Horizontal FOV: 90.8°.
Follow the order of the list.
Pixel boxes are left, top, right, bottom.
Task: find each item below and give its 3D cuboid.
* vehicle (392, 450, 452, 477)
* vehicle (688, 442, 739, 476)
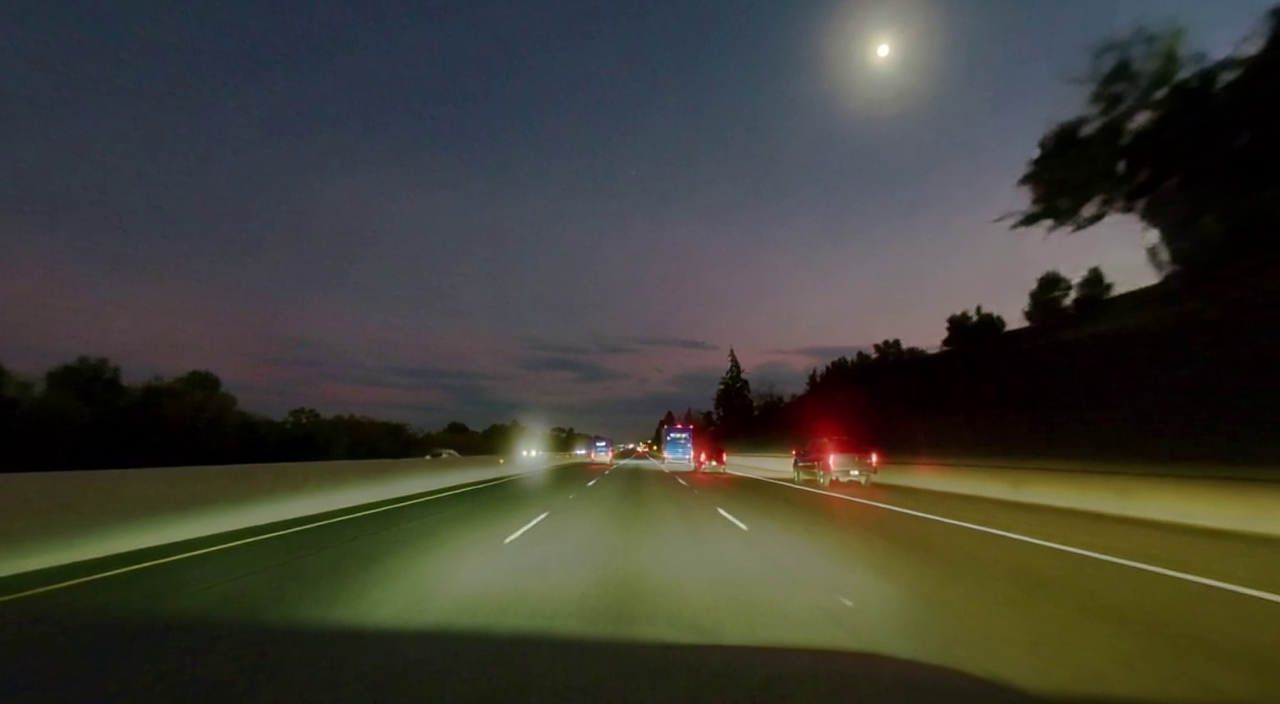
[{"bbox_3d":[-12.627,6.480,36.917,1.855,1.481,4.580,0,-9,0],"label":"vehicle"},{"bbox_3d":[3.793,5.607,33.232,2.066,1.638,4.158,0,-9,-2],"label":"vehicle"}]
